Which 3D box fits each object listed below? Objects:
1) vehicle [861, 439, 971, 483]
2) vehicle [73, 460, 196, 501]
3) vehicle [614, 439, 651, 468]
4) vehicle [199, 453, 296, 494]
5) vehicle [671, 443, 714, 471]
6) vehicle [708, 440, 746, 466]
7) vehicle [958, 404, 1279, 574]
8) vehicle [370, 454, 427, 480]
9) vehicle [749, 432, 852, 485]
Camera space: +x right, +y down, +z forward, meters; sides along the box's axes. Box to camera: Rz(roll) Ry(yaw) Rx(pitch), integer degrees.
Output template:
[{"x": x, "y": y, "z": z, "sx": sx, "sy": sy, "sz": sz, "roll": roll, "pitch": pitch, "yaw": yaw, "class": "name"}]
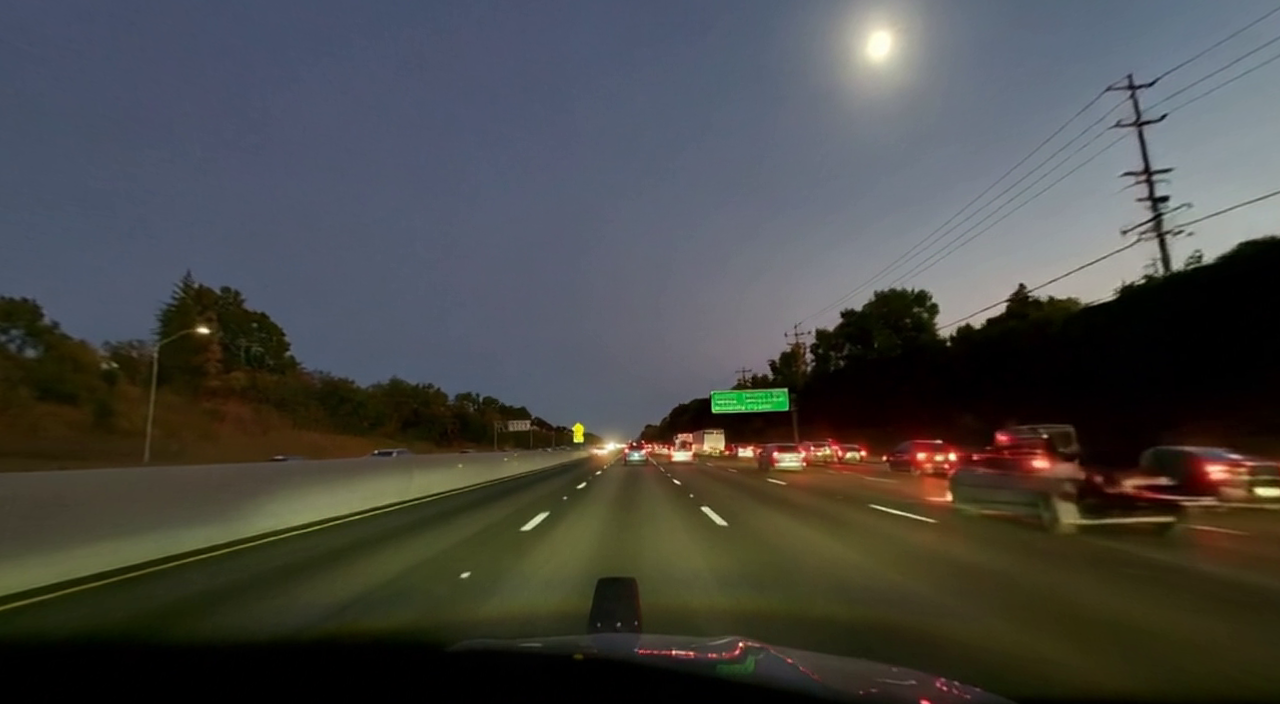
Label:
[{"x": 10.503, "y": 4.163, "z": 24.396, "sx": 1.999, "sy": 1.503, "sz": 4.715, "roll": 0, "pitch": -8, "yaw": -2, "class": "vehicle"}, {"x": -23.024, "y": 5.841, "z": 28.940, "sx": 1.884, "sy": 1.625, "sz": 4.540, "roll": 0, "pitch": -8, "yaw": -1, "class": "vehicle"}, {"x": -0.491, "y": 6.633, "z": 41.341, "sx": 2.314, "sy": 1.796, "sz": 4.254, "roll": 0, "pitch": -8, "yaw": -1, "class": "vehicle"}, {"x": -18.883, "y": 5.824, "z": 30.547, "sx": 1.925, "sy": 1.810, "sz": 4.318, "roll": 0, "pitch": -8, "yaw": -1, "class": "vehicle"}, {"x": 2.985, "y": 6.061, "z": 36.514, "sx": 1.948, "sy": 1.476, "sz": 4.691, "roll": 0, "pitch": -8, "yaw": -2, "class": "vehicle"}, {"x": 6.325, "y": 7.413, "z": 46.330, "sx": 2.011, "sy": 1.737, "sz": 4.286, "roll": 0, "pitch": -8, "yaw": -2, "class": "vehicle"}, {"x": 6.705, "y": 1.742, "z": 8.809, "sx": 2.066, "sy": 1.739, "sz": 4.493, "roll": 0, "pitch": -9, "yaw": -1, "class": "vehicle"}, {"x": -15.579, "y": 7.427, "z": 40.868, "sx": 1.835, "sy": 1.504, "sz": 4.605, "roll": 0, "pitch": -9, "yaw": 0, "class": "vehicle"}, {"x": 5.987, "y": 4.048, "z": 24.219, "sx": 2.145, "sy": 1.822, "sz": 4.791, "roll": 1, "pitch": -9, "yaw": -7, "class": "vehicle"}]
